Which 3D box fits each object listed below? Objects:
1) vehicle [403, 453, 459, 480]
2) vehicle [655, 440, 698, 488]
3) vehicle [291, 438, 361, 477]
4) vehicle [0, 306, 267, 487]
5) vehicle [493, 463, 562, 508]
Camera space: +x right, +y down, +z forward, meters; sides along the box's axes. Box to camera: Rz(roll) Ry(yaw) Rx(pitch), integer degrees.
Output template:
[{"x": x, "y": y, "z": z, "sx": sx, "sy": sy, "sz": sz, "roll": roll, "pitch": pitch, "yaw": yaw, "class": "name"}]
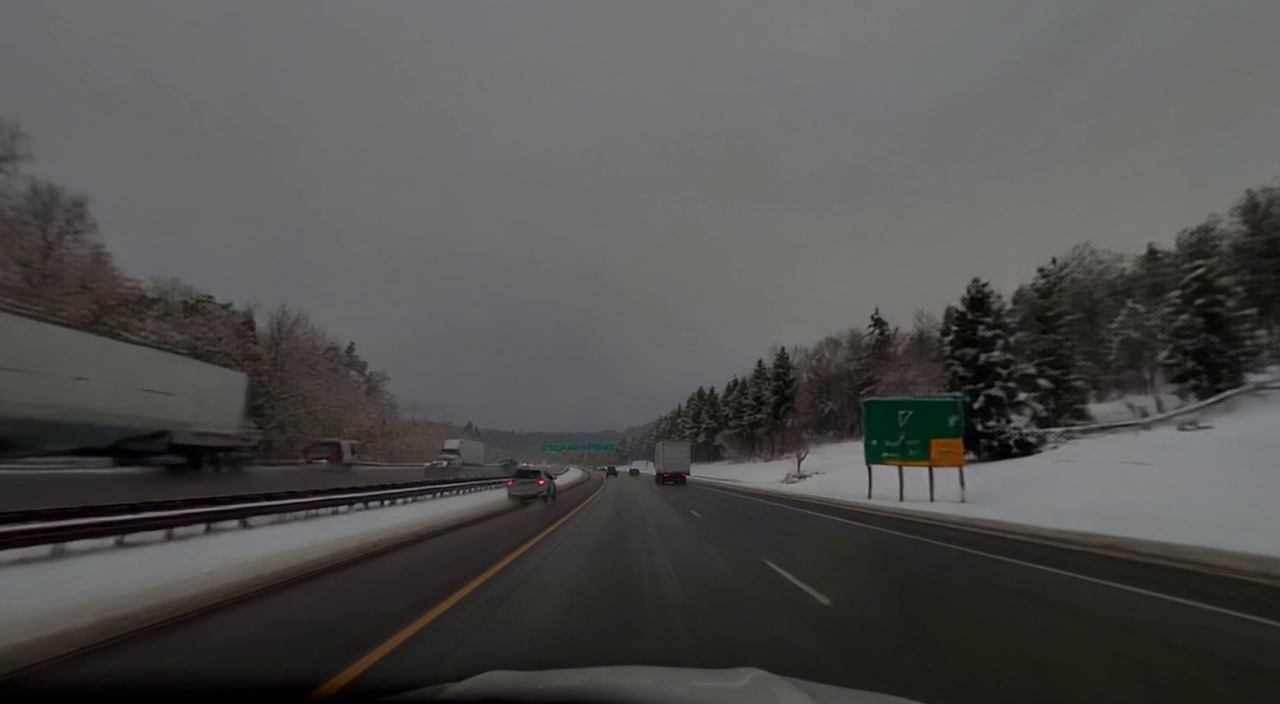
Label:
[{"x": -12.210, "y": 6.769, "z": 37.044, "sx": 1.874, "sy": 1.446, "sz": 4.444, "roll": 1, "pitch": -11, "yaw": -2, "class": "vehicle"}, {"x": 2.785, "y": 8.911, "z": 49.915, "sx": 2.738, "sy": 3.456, "sz": 7.520, "roll": 1, "pitch": -11, "yaw": -2, "class": "vehicle"}, {"x": -22.337, "y": 7.618, "z": 45.157, "sx": 2.275, "sy": 2.518, "sz": 5.911, "roll": 2, "pitch": -11, "yaw": -5, "class": "vehicle"}, {"x": -15.705, "y": 1.549, "z": 17.062, "sx": 2.800, "sy": 3.967, "sz": 14.034, "roll": 1, "pitch": -11, "yaw": -1, "class": "vehicle"}, {"x": -4.031, "y": 4.865, "z": 23.202, "sx": 1.868, "sy": 1.485, "sz": 3.770, "roll": 1, "pitch": -11, "yaw": -1, "class": "vehicle"}]
